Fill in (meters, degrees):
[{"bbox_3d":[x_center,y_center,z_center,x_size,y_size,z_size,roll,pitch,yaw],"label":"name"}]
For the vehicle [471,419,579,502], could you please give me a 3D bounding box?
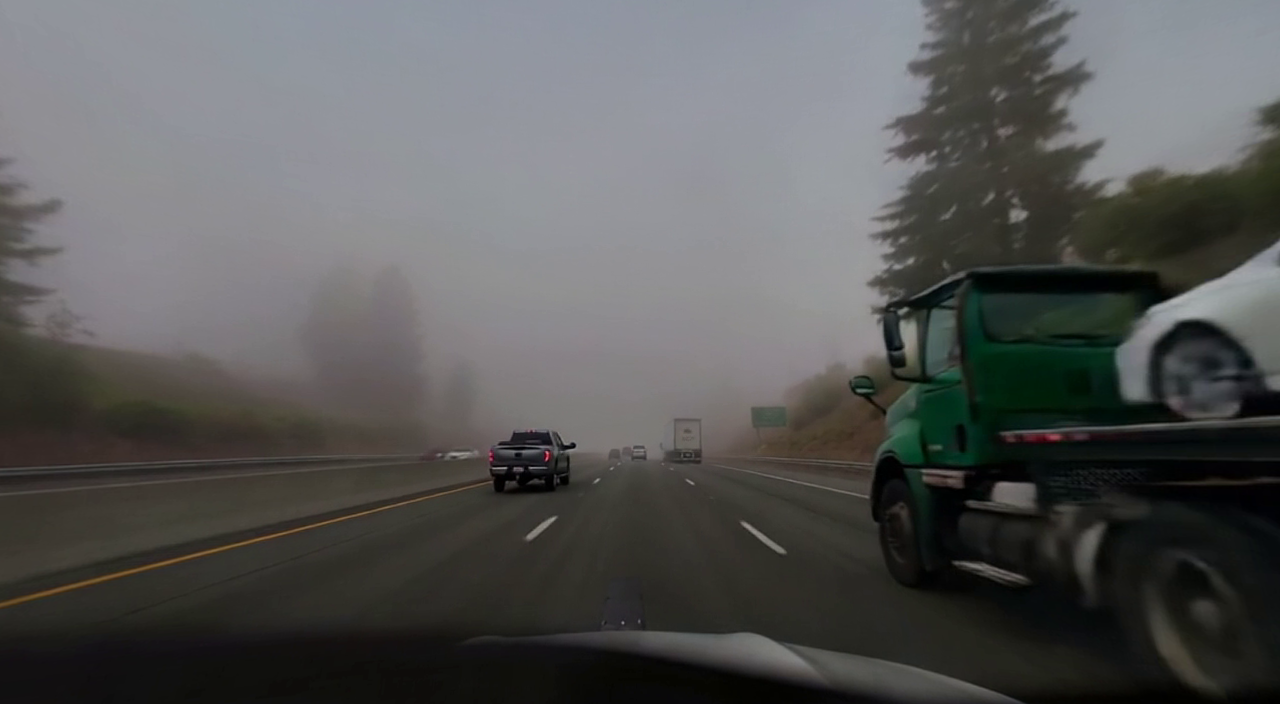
[{"bbox_3d":[-3.095,3.058,18.039,2.142,2.044,4.446,0,-9,1],"label":"vehicle"}]
